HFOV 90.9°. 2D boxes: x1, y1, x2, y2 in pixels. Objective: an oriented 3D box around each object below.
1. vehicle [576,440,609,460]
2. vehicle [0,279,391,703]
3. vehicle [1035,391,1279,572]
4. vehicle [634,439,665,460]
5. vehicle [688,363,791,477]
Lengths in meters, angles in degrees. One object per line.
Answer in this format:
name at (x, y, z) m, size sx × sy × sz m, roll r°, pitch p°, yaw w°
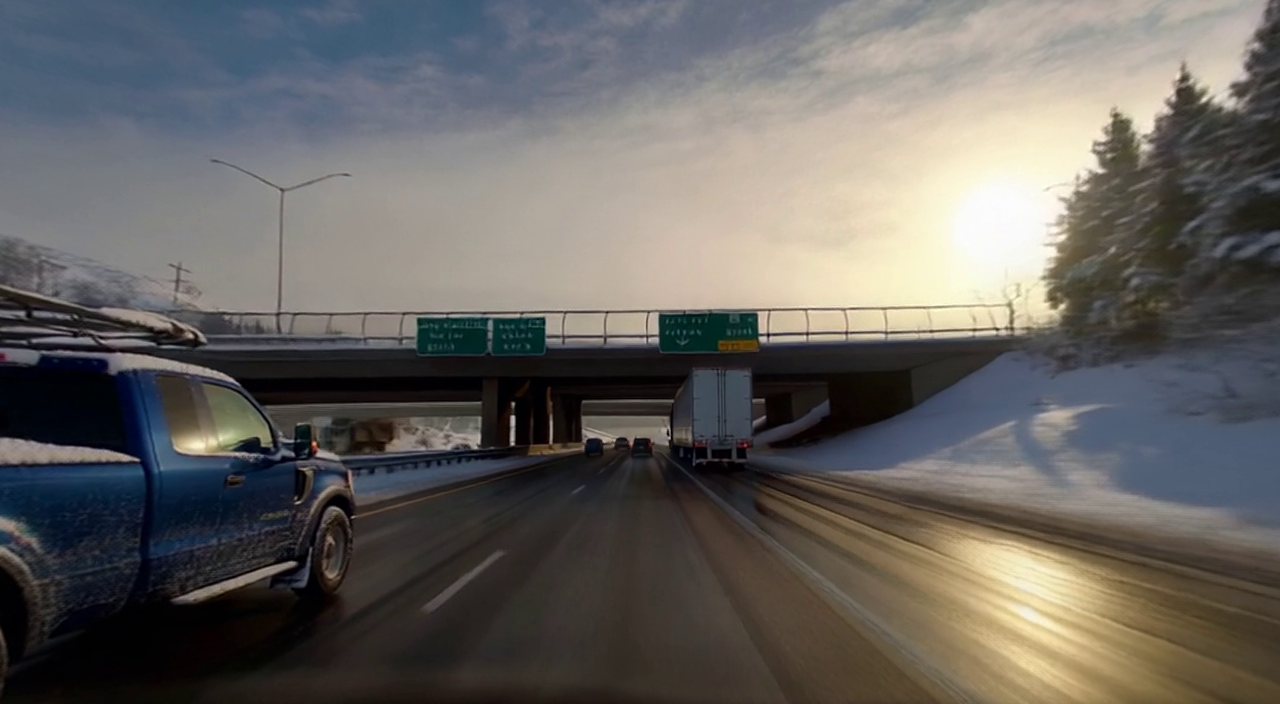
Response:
vehicle at (-3.479, 7.269, 46.820) m, size 2.077 × 1.446 × 4.106 m, roll 0°, pitch -8°, yaw 0°
vehicle at (-4.123, 0.862, 3.762) m, size 2.599 × 2.054 × 6.288 m, roll 0°, pitch -8°, yaw 1°
vehicle at (7.075, 1.419, 7.274) m, size 1.999 × 1.700 × 4.640 m, roll 0°, pitch -8°, yaw 0°
vehicle at (0.652, 7.068, 45.694) m, size 2.092 × 1.446 × 4.092 m, roll 0°, pitch -8°, yaw 0°
vehicle at (4.017, 3.365, 28.916) m, size 2.885 × 4.036 × 12.891 m, roll 0°, pitch -8°, yaw 1°
